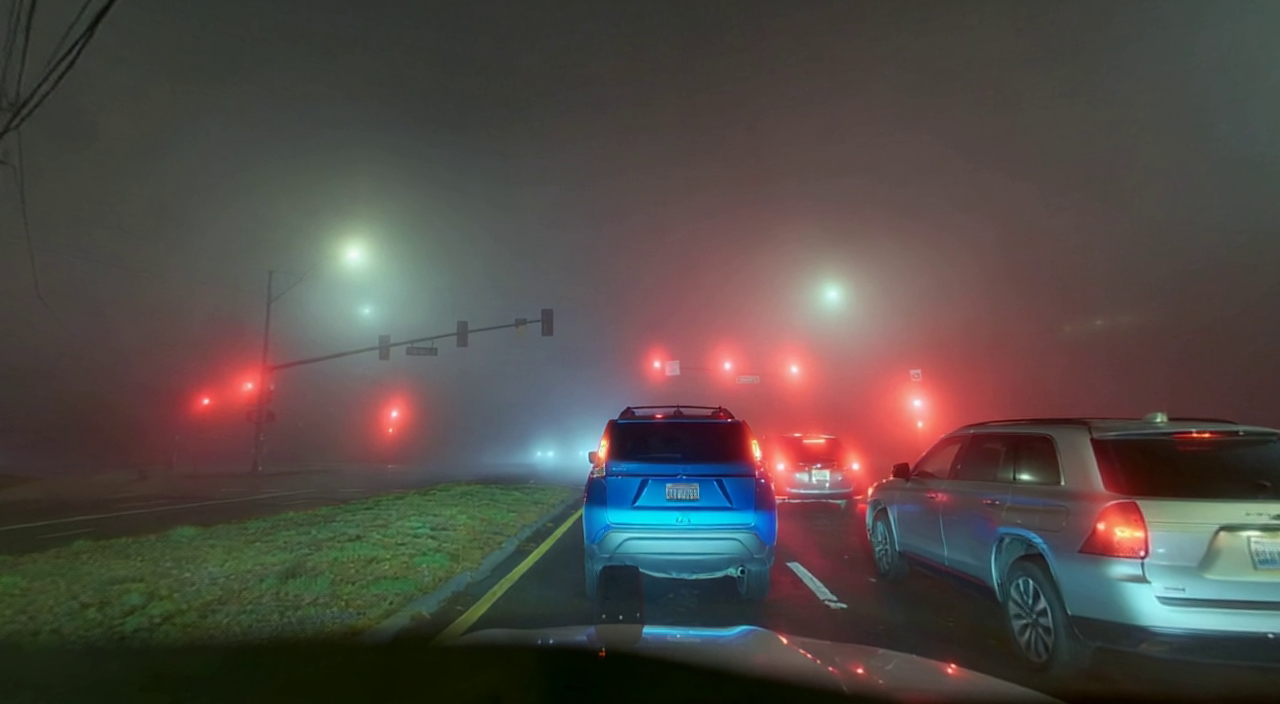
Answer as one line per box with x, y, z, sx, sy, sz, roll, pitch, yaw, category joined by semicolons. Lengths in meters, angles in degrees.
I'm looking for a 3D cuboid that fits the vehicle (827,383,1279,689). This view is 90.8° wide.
3.409;1.336;5.804;1.990;1.649;4.625;0;-8;0;vehicle

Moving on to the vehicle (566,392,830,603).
0.444;1.555;7.615;2.240;1.778;4.335;0;-8;-1;vehicle
